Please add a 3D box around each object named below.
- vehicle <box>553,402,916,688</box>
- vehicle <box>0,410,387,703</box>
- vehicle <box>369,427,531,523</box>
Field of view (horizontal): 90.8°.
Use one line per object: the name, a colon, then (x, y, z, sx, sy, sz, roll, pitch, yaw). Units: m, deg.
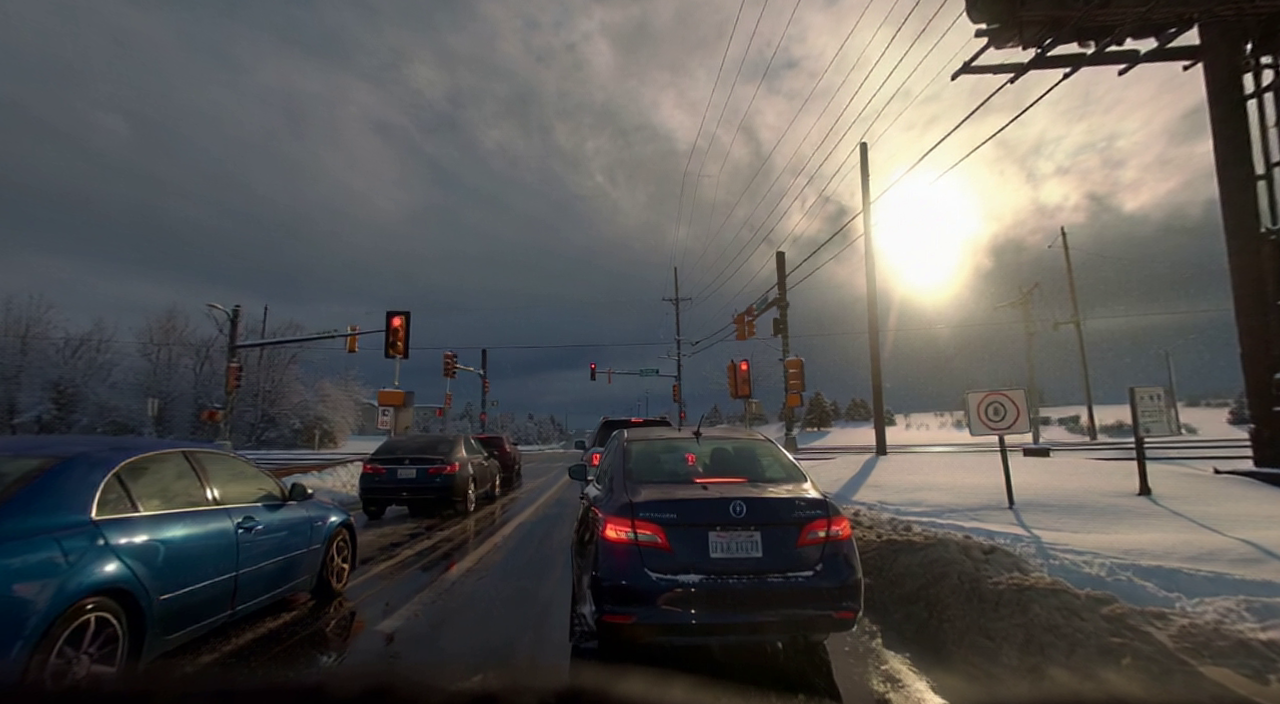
vehicle: (0.402, 1.343, 5.506, 1.998, 1.529, 3.960, 1, -9, -4)
vehicle: (-3.713, 1.252, 4.462, 1.956, 1.468, 4.585, 0, -9, 0)
vehicle: (-3.361, 2.263, 12.086, 1.984, 1.505, 3.982, 0, -9, -2)
